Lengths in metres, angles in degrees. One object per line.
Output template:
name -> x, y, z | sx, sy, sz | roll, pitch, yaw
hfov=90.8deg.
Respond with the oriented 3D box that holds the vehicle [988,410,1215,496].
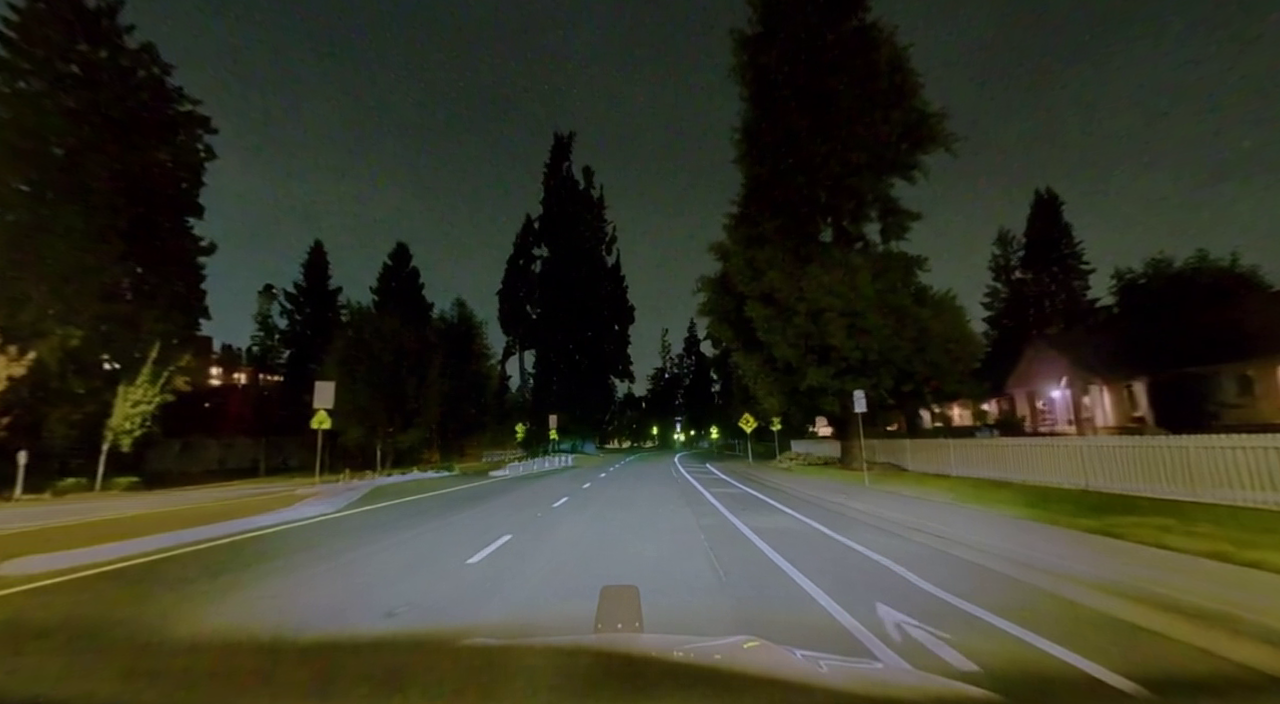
vehicle -> 10.467, 2.345, 14.864 | 1.938, 1.695, 4.296 | 0, -8, -2
